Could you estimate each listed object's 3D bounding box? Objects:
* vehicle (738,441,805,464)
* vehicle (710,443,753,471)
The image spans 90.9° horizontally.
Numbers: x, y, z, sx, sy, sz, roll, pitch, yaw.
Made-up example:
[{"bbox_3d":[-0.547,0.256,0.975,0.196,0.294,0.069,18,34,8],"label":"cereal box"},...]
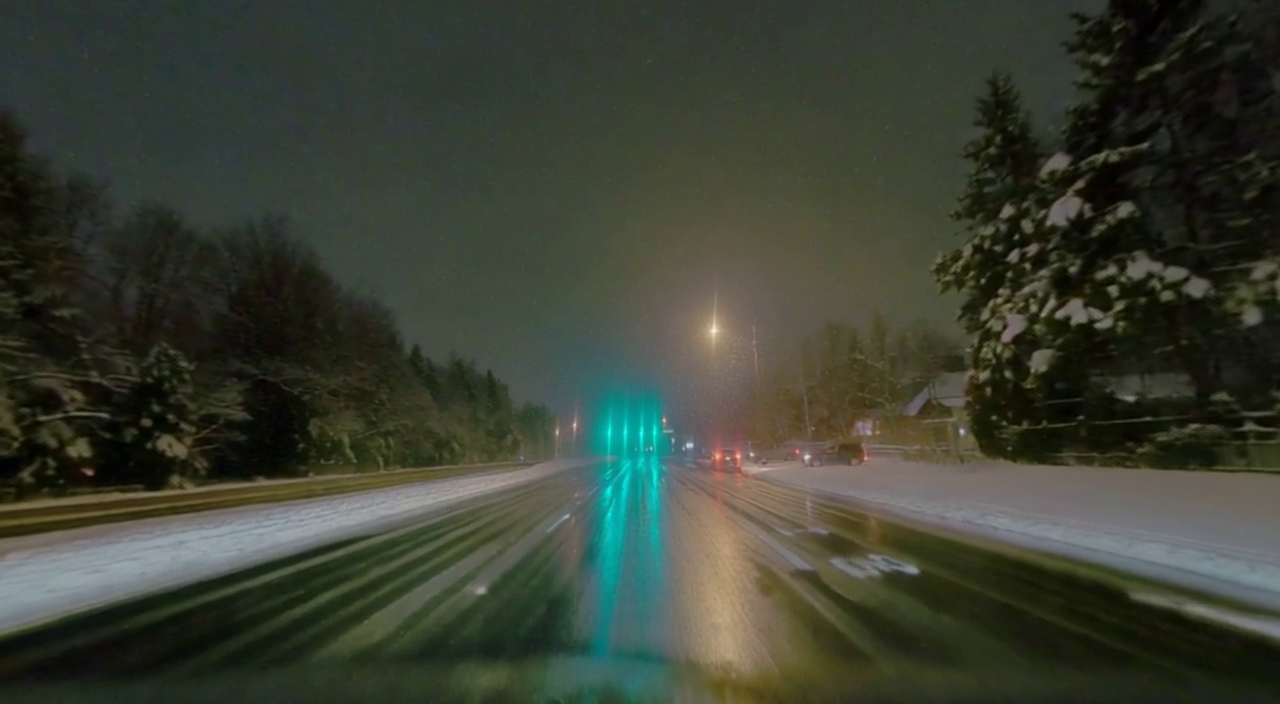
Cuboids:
[{"bbox_3d":[10.353,7.977,49.963,4.879,1.701,2.095,0,-10,3],"label":"vehicle"},{"bbox_3d":[5.748,6.647,40.177,2.057,1.688,4.596,0,-9,0],"label":"vehicle"}]
